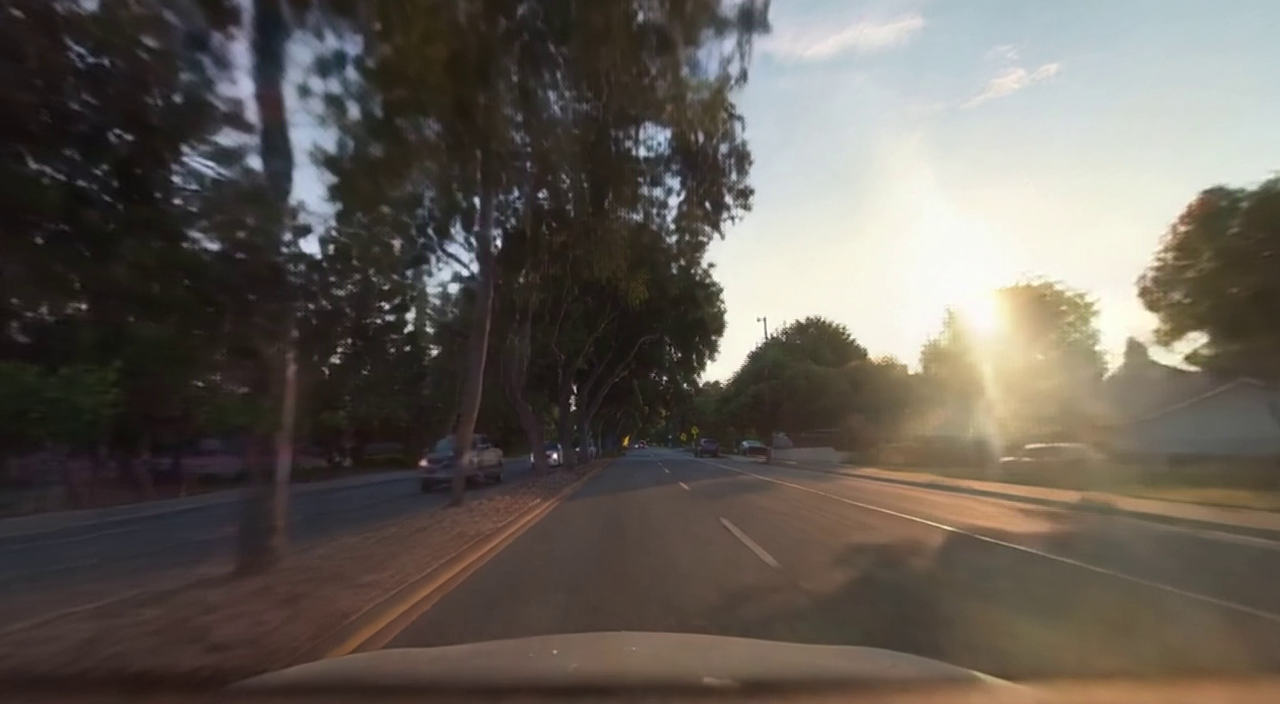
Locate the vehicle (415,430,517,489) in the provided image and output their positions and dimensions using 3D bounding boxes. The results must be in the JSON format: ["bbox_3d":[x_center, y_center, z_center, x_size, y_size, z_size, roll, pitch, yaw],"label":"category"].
[{"bbox_3d":[-5.989,3.754,22.324,2.071,1.823,4.799,-1,-8,2],"label":"vehicle"}]

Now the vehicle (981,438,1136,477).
[{"bbox_3d":[15.541,3.928,23.544,4.500,1.390,1.864,0,-8,-2],"label":"vehicle"}]

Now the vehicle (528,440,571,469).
[{"bbox_3d":[-5.313,6.042,37.329,1.935,1.521,4.314,-1,-8,0],"label":"vehicle"}]
